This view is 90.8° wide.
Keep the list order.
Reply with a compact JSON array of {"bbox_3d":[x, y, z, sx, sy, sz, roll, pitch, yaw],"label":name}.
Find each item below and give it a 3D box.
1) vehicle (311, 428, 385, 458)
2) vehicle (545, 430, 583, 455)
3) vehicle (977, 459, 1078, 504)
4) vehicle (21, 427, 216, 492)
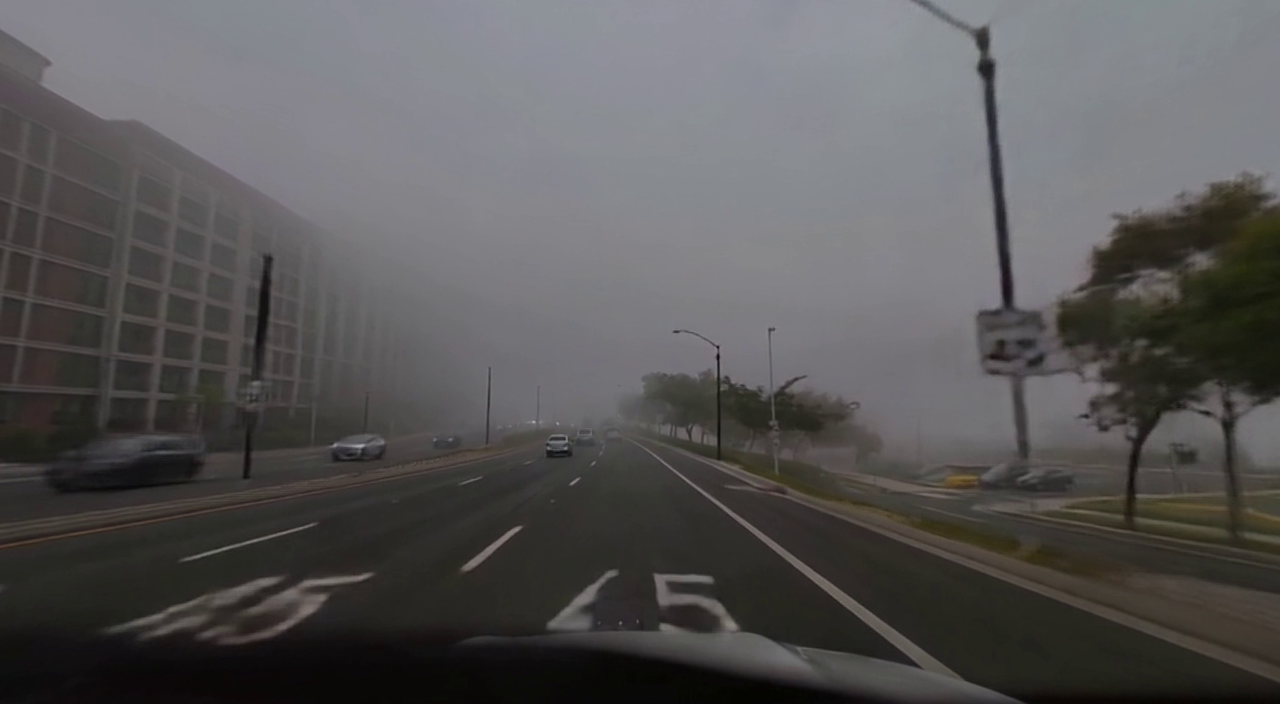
[{"bbox_3d":[-18.346,5.772,39.998,2.286,1.743,4.869,0,-8,1],"label":"vehicle"},{"bbox_3d":[-4.894,5.876,41.029,2.025,1.474,4.292,0,-8,-2],"label":"vehicle"},{"bbox_3d":[23.406,7.862,38.317,4.619,1.807,2.224,7,-20,2],"label":"vehicle"},{"bbox_3d":[-15.639,3.234,19.369,1.972,1.715,4.521,0,-8,2],"label":"vehicle"}]
